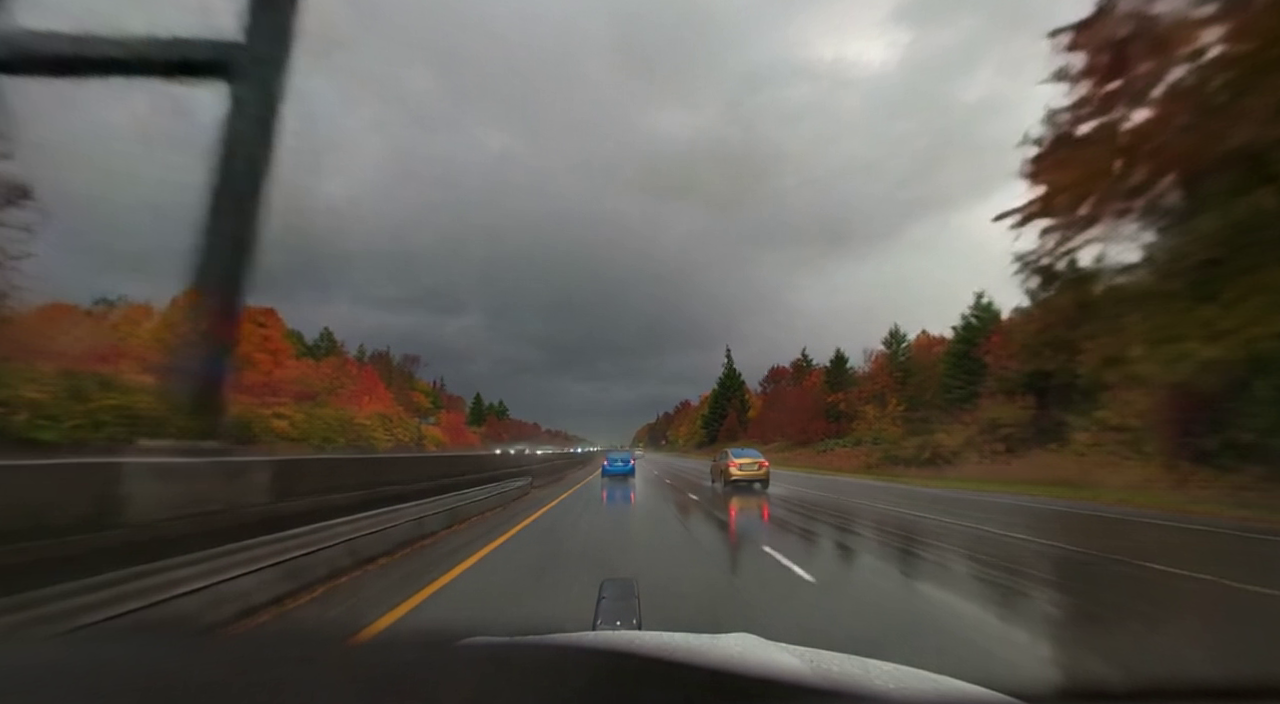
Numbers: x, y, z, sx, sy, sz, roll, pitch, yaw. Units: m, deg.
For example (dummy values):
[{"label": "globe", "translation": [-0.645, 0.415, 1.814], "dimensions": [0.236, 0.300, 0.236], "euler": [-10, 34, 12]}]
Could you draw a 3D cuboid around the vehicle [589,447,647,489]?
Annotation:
[{"label": "vehicle", "translation": [-0.844, 4.616, 25.253], "dimensions": [2.128, 1.516, 4.410], "euler": [0, -9, -1]}]

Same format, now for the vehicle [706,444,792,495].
[{"label": "vehicle", "translation": [3.723, 4.110, 22.288], "dimensions": [2.300, 1.595, 4.144], "euler": [-1, -9, 0]}]
